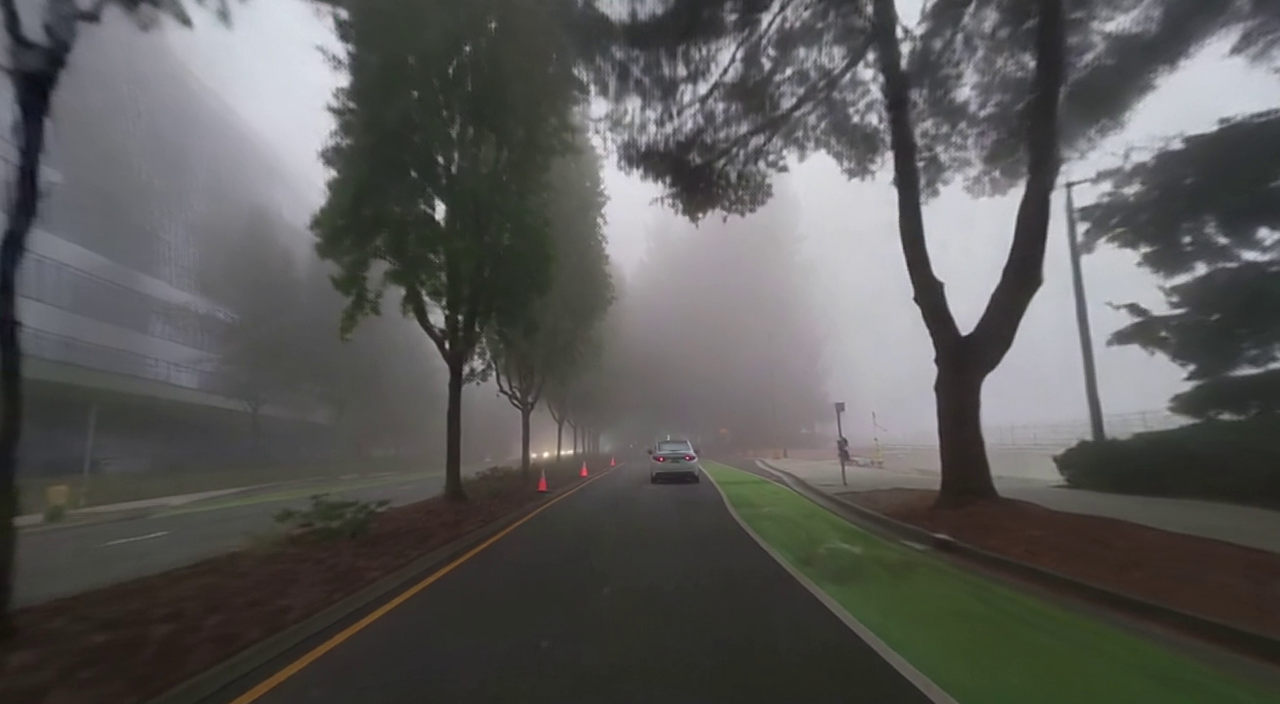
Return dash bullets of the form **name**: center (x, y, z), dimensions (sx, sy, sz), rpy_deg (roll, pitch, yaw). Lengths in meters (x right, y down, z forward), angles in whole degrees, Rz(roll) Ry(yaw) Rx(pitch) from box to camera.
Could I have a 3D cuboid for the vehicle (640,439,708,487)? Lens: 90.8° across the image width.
- **vehicle**: center (1.119, 3.786, 21.881), dimensions (2.114, 1.493, 4.430), rpy_deg (0, -8, 2)
